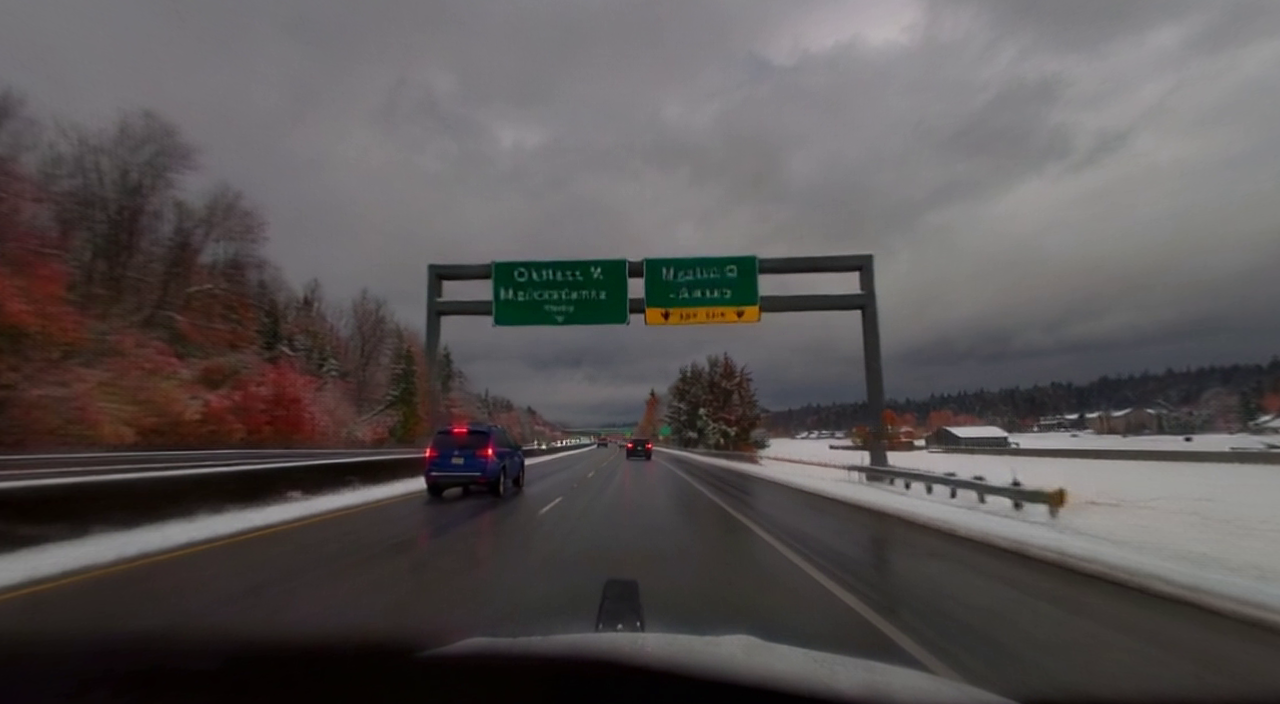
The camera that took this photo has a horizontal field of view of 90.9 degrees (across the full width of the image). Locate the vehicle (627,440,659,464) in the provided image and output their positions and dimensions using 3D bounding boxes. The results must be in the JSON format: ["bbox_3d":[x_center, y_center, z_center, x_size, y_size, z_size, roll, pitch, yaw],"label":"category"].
[{"bbox_3d":[0.179,6.455,40.772,1.939,1.497,3.863,0,-8,-1],"label":"vehicle"}]

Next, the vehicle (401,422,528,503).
[{"bbox_3d":[-4.168,2.683,15.724,1.924,1.720,4.195,0,-8,0],"label":"vehicle"}]
